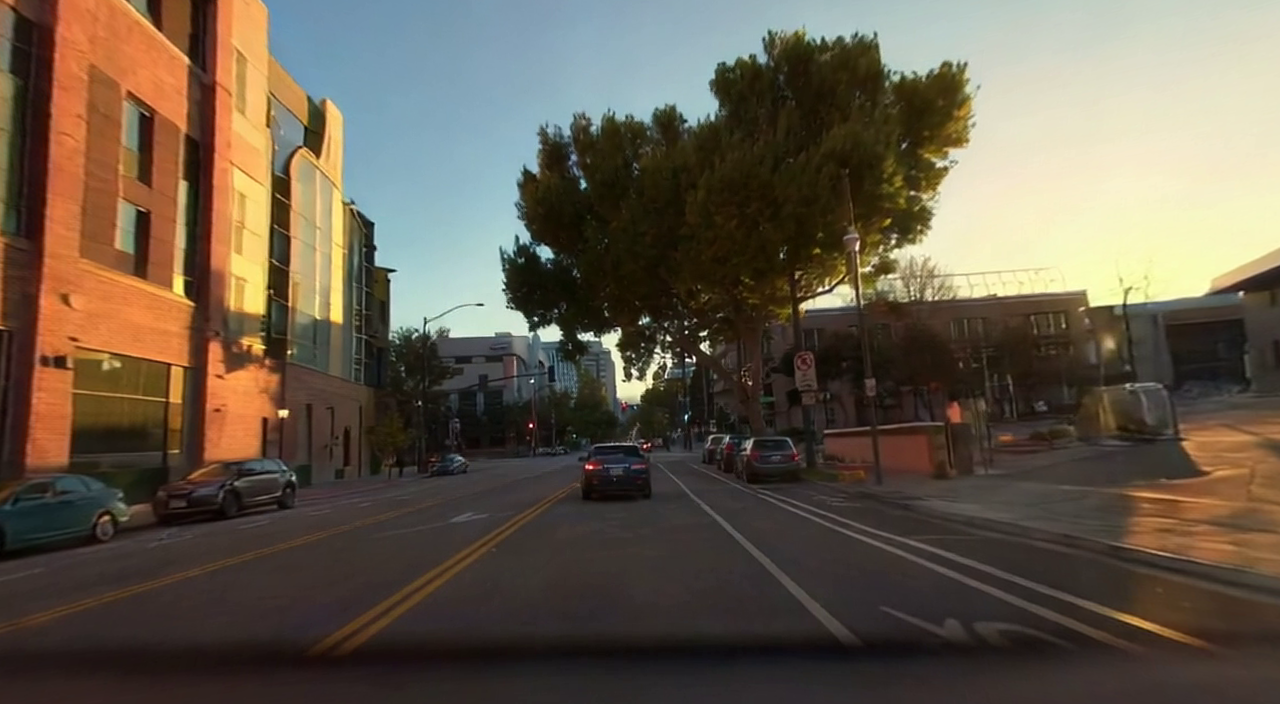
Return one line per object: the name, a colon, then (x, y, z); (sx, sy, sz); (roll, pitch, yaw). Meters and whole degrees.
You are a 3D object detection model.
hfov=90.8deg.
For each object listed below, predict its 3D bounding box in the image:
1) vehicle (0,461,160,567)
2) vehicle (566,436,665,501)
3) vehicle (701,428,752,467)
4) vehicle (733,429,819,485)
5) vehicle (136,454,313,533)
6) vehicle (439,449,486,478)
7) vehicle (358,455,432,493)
vehicle: (-12.081, 3.179, 12.341); (1.945, 1.712, 4.648); (-7, -8, -2)
vehicle: (-0.591, 2.979, 16.575); (2.269, 1.479, 3.980); (0, -8, -1)
vehicle: (4.618, 5.200, 34.515); (1.972, 1.822, 4.889); (-3, -8, -1)
vehicle: (4.524, 3.569, 21.793); (1.924, 1.645, 4.528); (-1, -8, 0)
vehicle: (-11.884, 4.014, 18.623); (2.090, 1.784, 4.832); (-4, -8, -2)
vehicle: (-12.165, 7.606, 43.536); (1.939, 1.668, 4.554); (-6, -8, -1)
vehicle: (-12.141, 6.036, 31.577); (1.968, 1.469, 4.523); (-3, -8, -1)
